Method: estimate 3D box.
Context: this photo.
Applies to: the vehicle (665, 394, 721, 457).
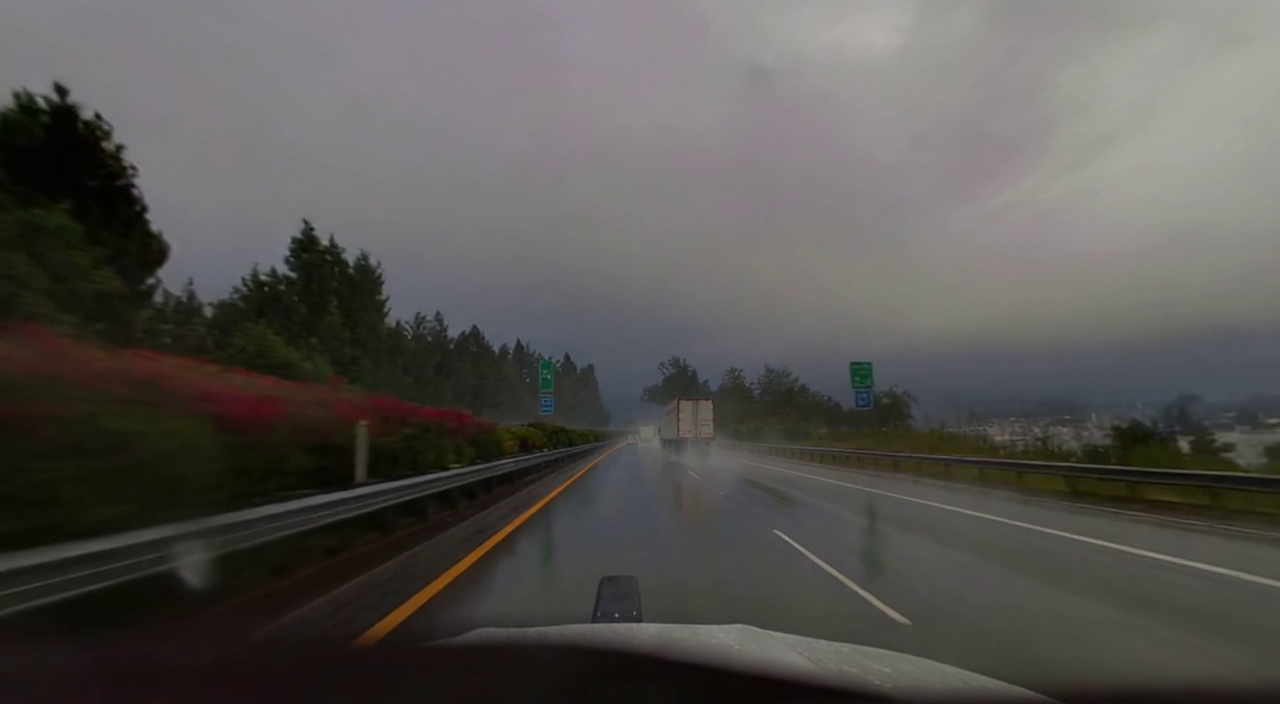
[{"bbox_3d":[3.577,5.405,45.248,3.004,3.952,10.263,0,-8,-1],"label":"vehicle"}]
